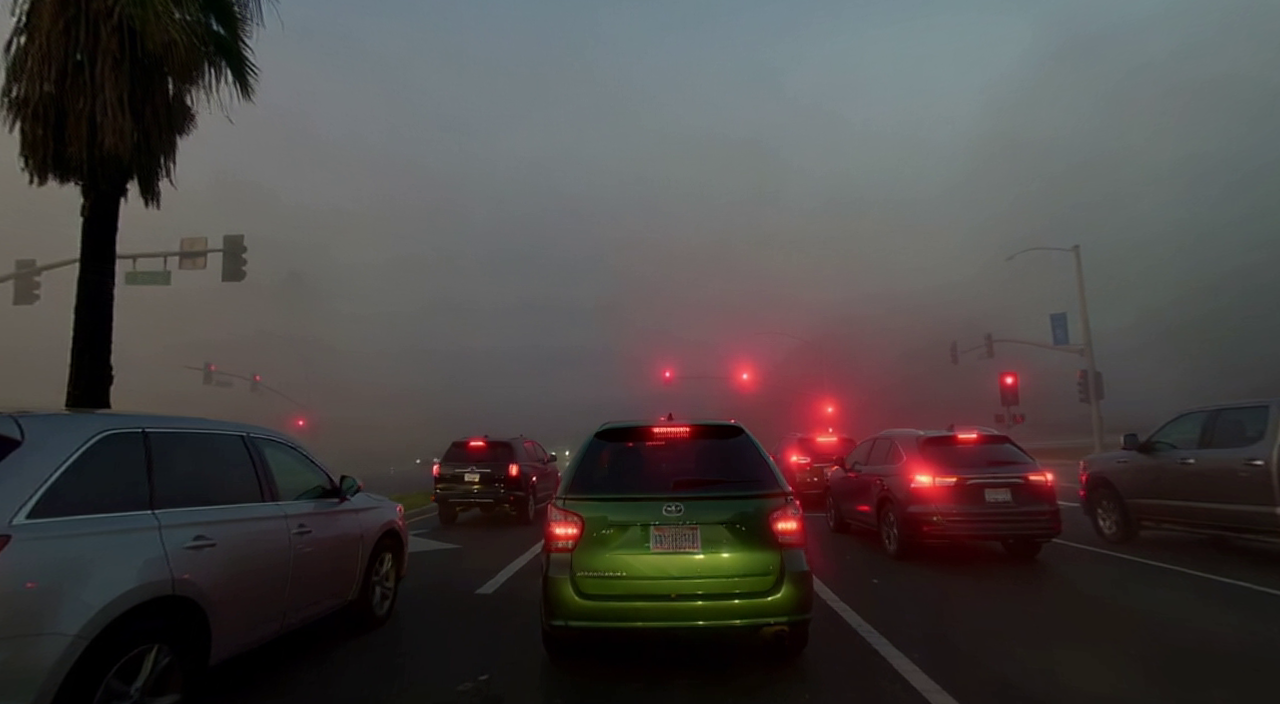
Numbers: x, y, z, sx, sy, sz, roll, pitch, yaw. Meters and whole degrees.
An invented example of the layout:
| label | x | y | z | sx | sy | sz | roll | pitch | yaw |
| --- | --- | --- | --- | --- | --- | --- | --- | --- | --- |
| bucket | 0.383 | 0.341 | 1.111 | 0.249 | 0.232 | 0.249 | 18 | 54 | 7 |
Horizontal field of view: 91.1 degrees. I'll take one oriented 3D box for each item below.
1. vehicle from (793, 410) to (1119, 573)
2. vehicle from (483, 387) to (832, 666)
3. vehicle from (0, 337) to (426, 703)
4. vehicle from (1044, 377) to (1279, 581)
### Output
| label | x | y | z | sx | sy | sz | roll | pitch | yaw |
| --- | --- | --- | --- | --- | --- | --- | --- | --- | --- |
| vehicle | 3.977 | 1.863 | 9.278 | 2.072 | 1.704 | 5.170 | 0 | -8 | -1 |
| vehicle | 0.127 | 1.374 | 5.991 | 2.123 | 1.704 | 4.128 | 0 | -9 | 1 |
| vehicle | -3.185 | 1.086 | 3.876 | 2.171 | 1.702 | 4.416 | 0 | -9 | 0 |
| vehicle | 7.299 | 1.299 | 6.560 | 2.337 | 1.925 | 5.728 | 0 | -8 | 0 |
